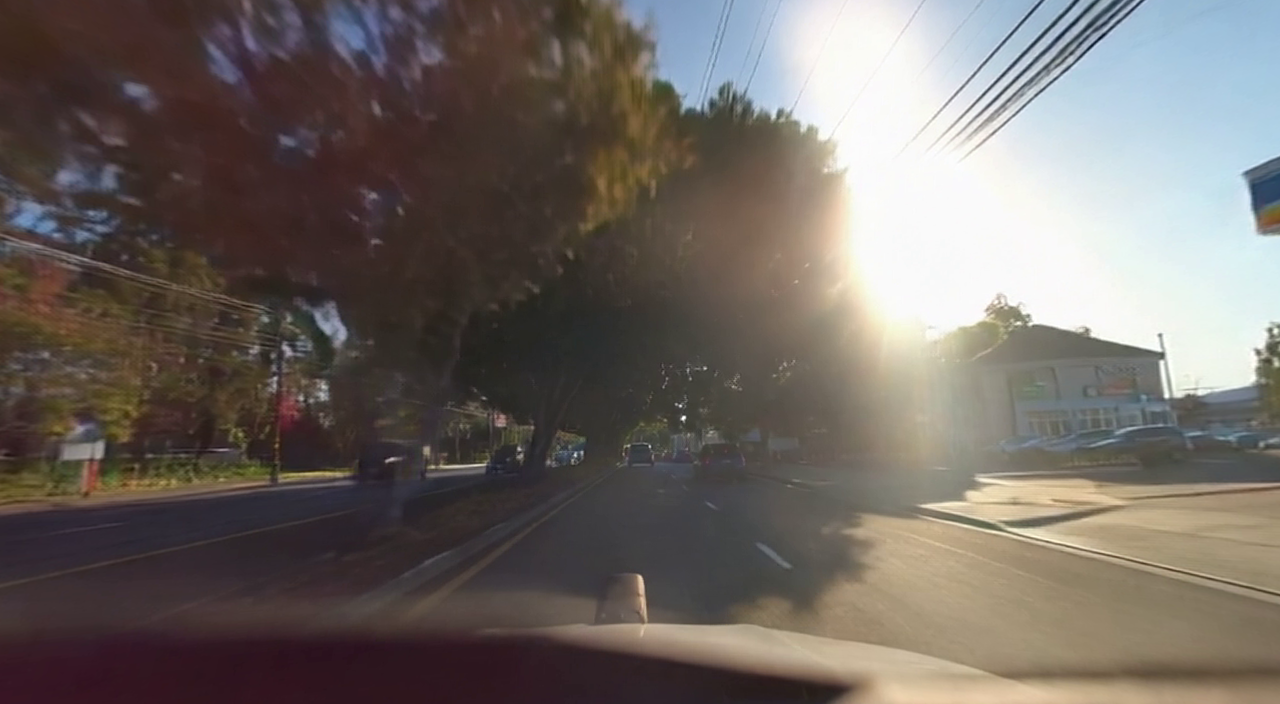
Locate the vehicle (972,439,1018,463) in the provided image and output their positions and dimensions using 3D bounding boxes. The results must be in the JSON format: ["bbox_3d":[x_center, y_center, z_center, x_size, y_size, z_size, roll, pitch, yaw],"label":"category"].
[{"bbox_3d":[24.387,6.725,43.297,2.071,1.528,4.644,-7,-10,35],"label":"vehicle"}]

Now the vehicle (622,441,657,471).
[{"bbox_3d":[-0.034,6.758,41.215,2.163,1.825,4.073,-1,-8,-1],"label":"vehicle"}]

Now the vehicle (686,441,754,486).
[{"bbox_3d":[3.088,4.408,25.302,1.990,1.592,4.294,0,-8,-2],"label":"vehicle"}]

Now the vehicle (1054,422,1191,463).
[{"bbox_3d":[23.051,4.365,30.426,2.187,1.757,4.663,3,-9,-22],"label":"vehicle"}]

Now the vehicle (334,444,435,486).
[{"bbox_3d":[-11.880,5.263,29.970,2.383,1.725,5.760,-1,-8,0],"label":"vehicle"}]

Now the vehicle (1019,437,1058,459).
[{"bbox_3d":[27.347,6.581,43.424,1.825,1.476,3.833,-4,-9,26],"label":"vehicle"}]

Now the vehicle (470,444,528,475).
[{"bbox_3d":[-8.491,6.465,38.438,2.518,1.719,4.314,-1,-8,0],"label":"vehicle"}]
